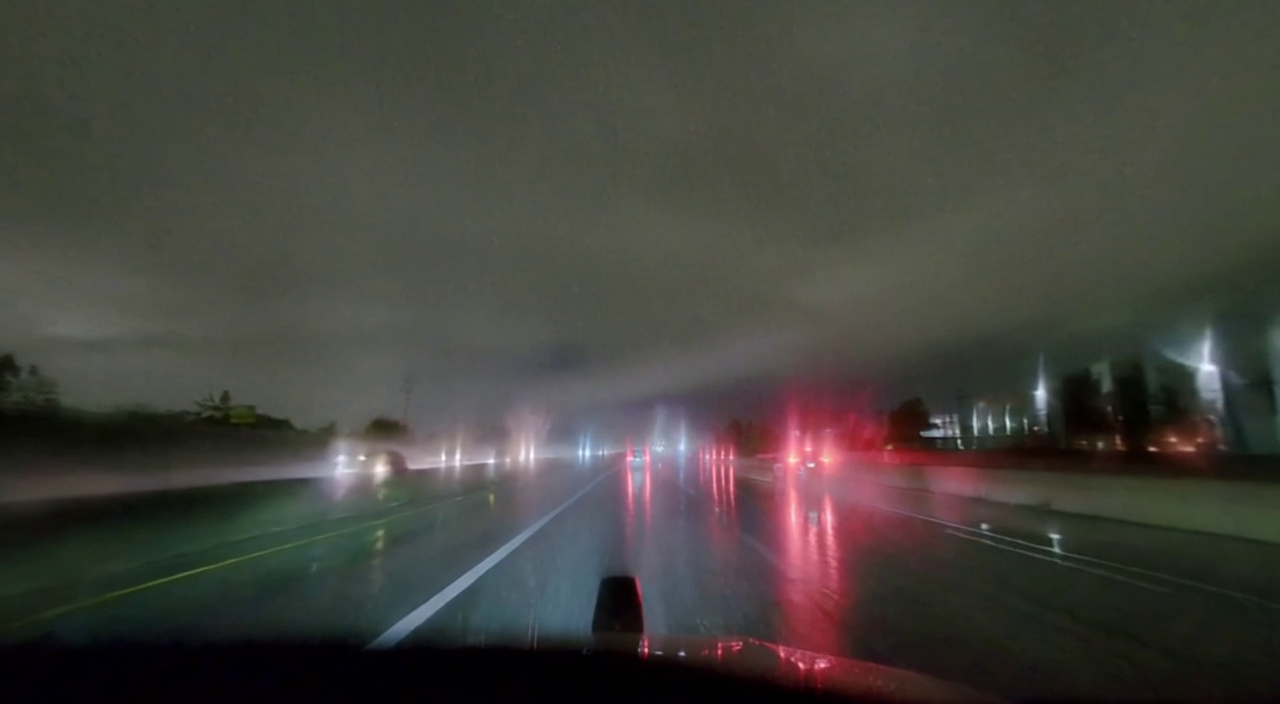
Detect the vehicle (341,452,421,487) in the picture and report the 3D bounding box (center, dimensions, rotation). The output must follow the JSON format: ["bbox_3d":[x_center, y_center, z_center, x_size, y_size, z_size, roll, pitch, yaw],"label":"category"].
[{"bbox_3d":[-12.149,5.500,29.722,1.907,1.488,4.443,0,-9,0],"label":"vehicle"}]

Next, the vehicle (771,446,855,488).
[{"bbox_3d":[6.850,4.592,25.421,2.008,1.533,4.592,0,-9,-1],"label":"vehicle"}]

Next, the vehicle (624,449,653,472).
[{"bbox_3d":[-0.104,7.874,45.663,2.025,1.526,4.181,0,-9,0],"label":"vehicle"}]

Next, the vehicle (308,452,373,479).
[{"bbox_3d":[-18.209,6.905,38.343,1.873,1.493,4.102,-1,-9,1],"label":"vehicle"}]
